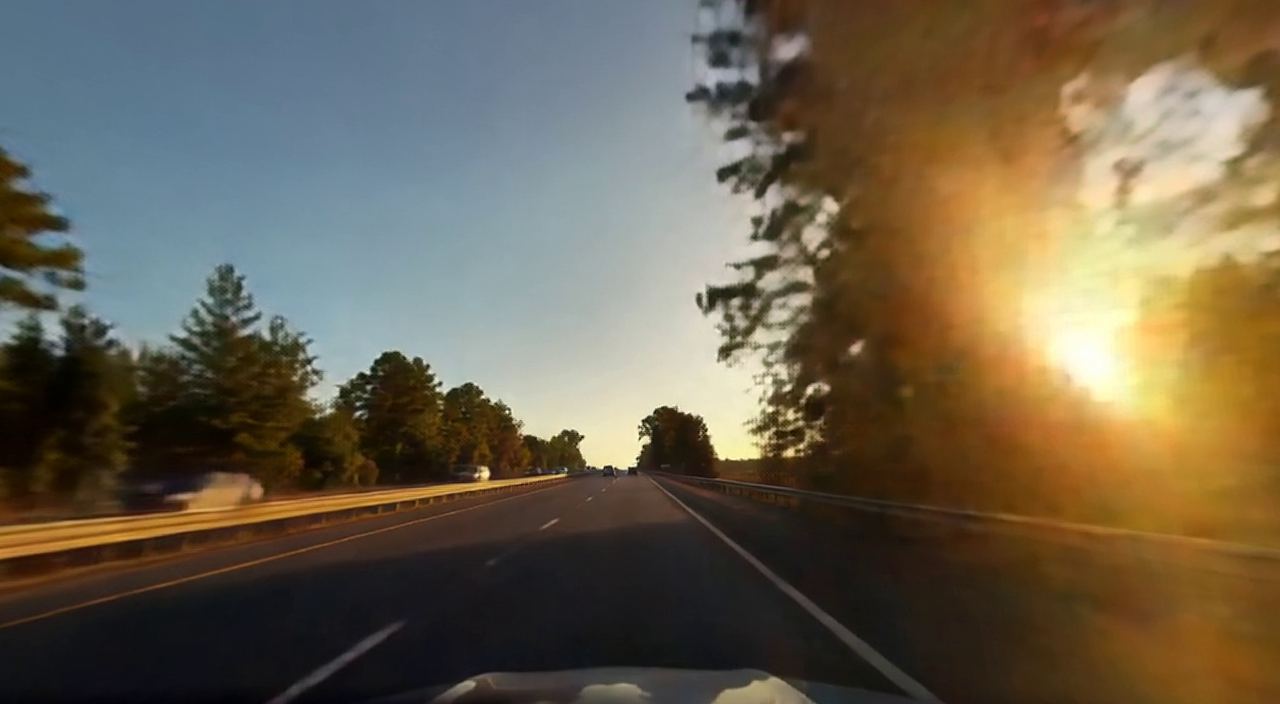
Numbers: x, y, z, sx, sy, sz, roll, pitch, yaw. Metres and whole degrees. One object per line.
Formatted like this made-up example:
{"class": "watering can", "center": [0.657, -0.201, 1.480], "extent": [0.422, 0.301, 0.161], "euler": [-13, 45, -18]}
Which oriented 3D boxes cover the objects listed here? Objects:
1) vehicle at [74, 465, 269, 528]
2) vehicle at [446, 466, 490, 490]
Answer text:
{"class": "vehicle", "center": [-12.652, 3.918, 17.508], "extent": [1.932, 1.473, 4.509], "euler": [1, -11, 0]}
{"class": "vehicle", "center": [-12.914, 9.463, 47.540], "extent": [2.000, 1.682, 4.526], "euler": [1, -11, 0]}
